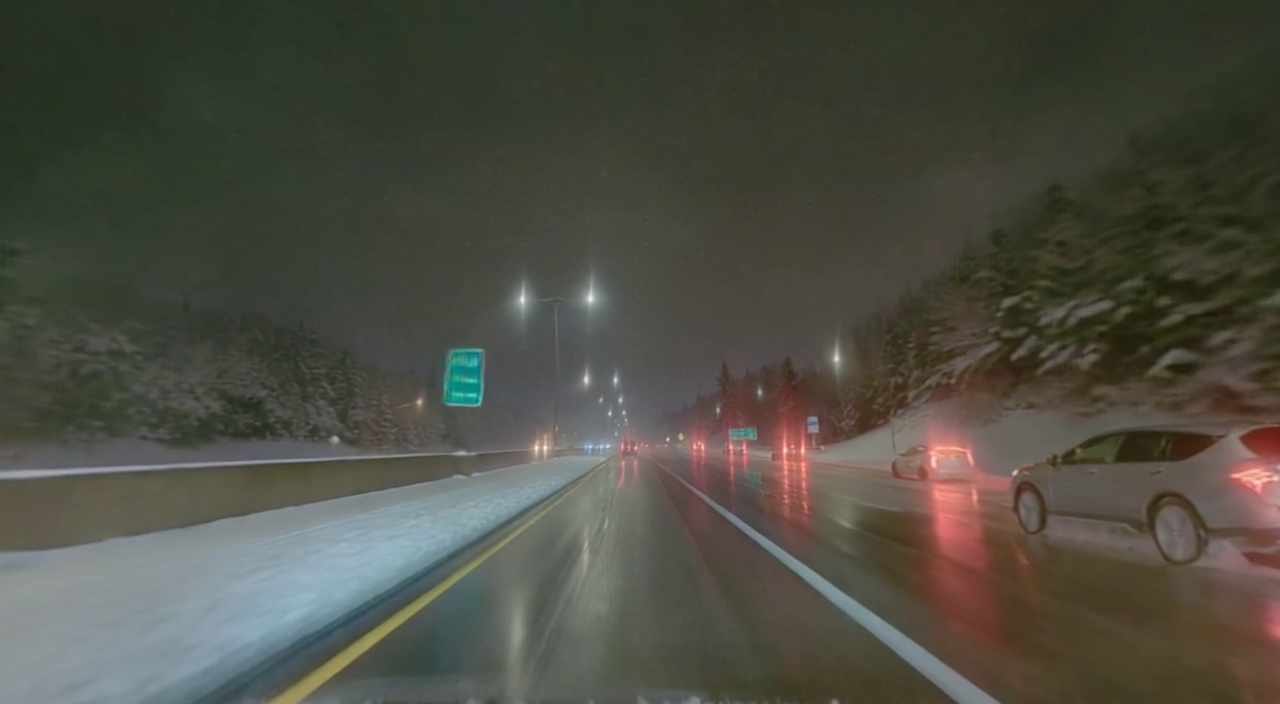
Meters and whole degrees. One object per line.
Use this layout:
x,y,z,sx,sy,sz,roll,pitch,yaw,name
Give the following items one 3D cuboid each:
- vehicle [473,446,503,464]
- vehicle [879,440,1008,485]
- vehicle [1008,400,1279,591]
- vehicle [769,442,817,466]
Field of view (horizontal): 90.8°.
-11.189,7.557,46.555,1.491,1.186,3.271,1,-7,-2,vehicle
11.114,4.071,23.693,2.194,1.489,5.141,0,-9,-1,vehicle
6.676,1.529,7.310,2.027,1.679,4.543,0,-9,-1,vehicle
10.533,7.066,43.970,1.962,1.536,4.945,0,-9,-2,vehicle
